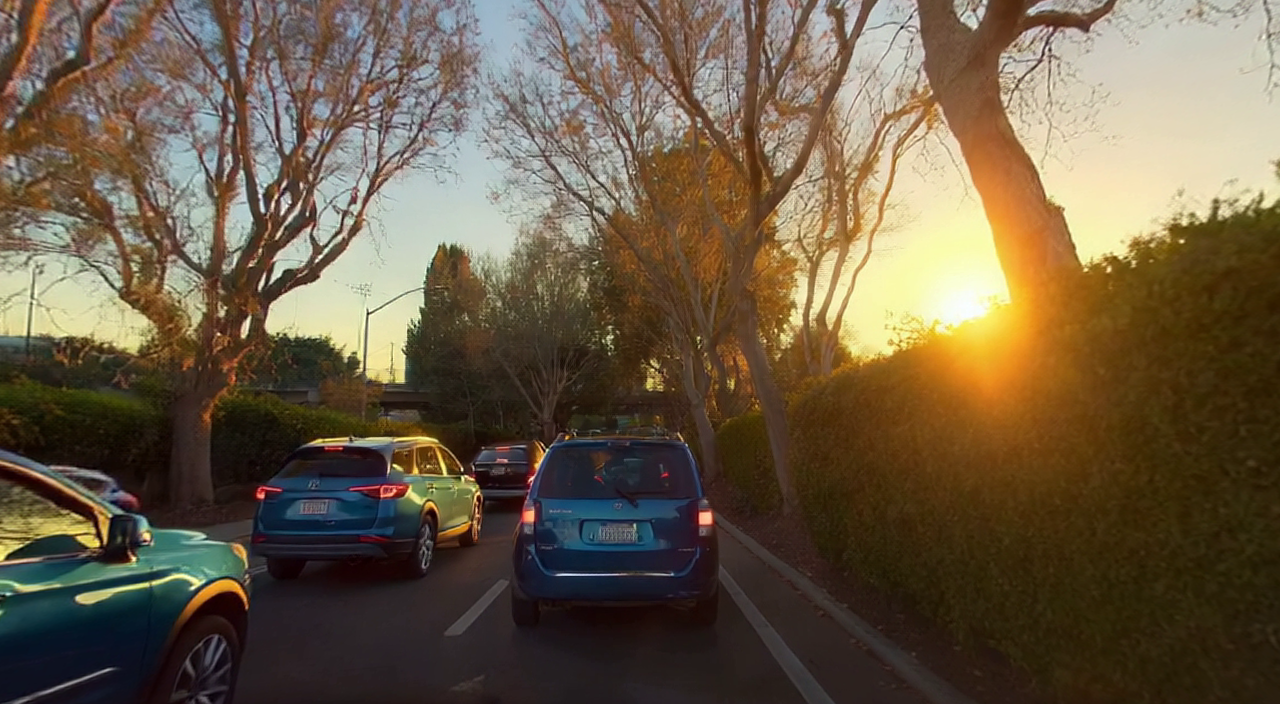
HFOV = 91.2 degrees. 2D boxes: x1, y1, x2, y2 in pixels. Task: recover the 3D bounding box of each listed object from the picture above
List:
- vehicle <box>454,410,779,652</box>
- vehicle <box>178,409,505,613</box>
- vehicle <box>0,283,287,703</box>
[{"bbox_3d":[-0.177,1.503,6.244,2.154,1.581,4.007,0,-9,-1],"label":"vehicle"},{"bbox_3d":[-3.416,1.860,8.331,2.256,1.728,4.421,-6,-8,-2],"label":"vehicle"},{"bbox_3d":[-3.285,0.682,1.263,2.205,1.913,5.327,-6,-8,-2],"label":"vehicle"}]
